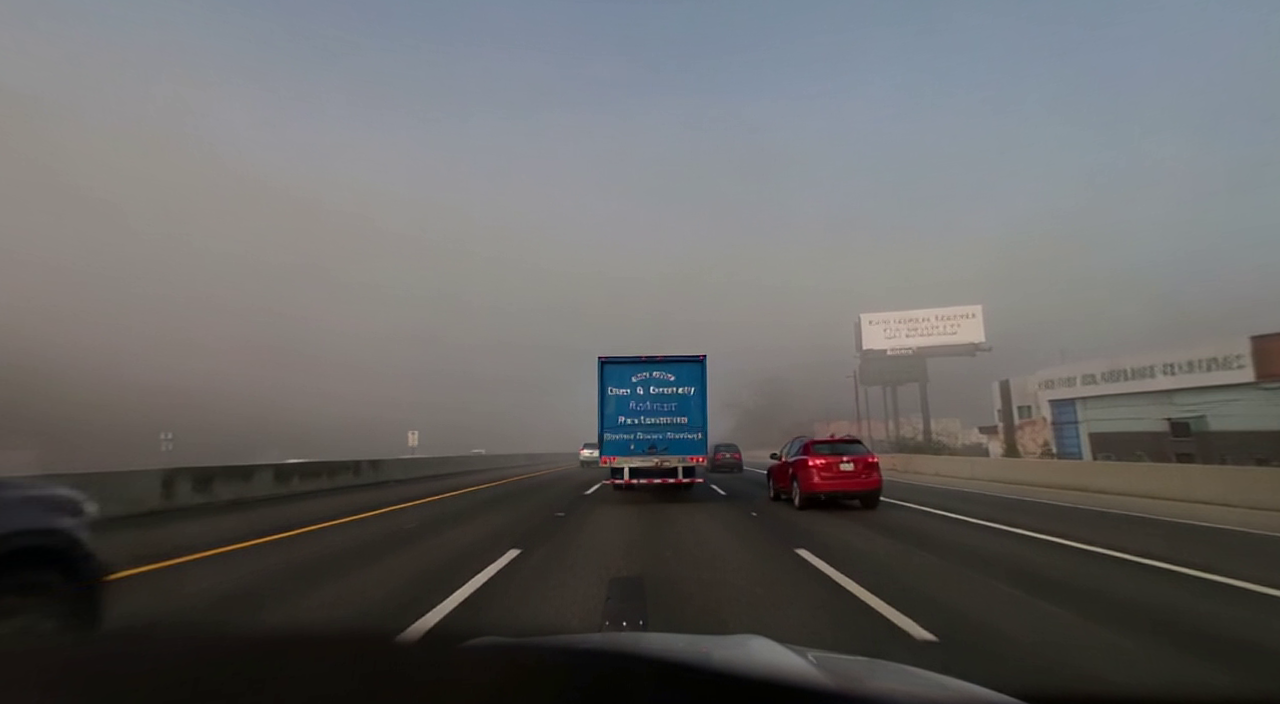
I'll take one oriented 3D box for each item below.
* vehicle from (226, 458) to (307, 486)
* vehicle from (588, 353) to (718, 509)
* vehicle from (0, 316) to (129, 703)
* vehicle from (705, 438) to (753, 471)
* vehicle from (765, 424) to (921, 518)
[{"bbox_3d":[-23.296,7.497,39.603,1.805,1.515,4.657,-1,-8,8],"label":"vehicle"},{"bbox_3d":[0.354,2.289,17.700,2.733,3.296,8.571,0,-8,1],"label":"vehicle"},{"bbox_3d":[-3.404,0.537,0.595,2.133,1.808,4.349,0,-8,0],"label":"vehicle"},{"bbox_3d":[4.851,5.684,35.137,2.066,1.692,4.339,0,-8,0],"label":"vehicle"},{"bbox_3d":[4.198,2.517,13.894,1.986,1.718,4.296,0,-8,0],"label":"vehicle"}]
